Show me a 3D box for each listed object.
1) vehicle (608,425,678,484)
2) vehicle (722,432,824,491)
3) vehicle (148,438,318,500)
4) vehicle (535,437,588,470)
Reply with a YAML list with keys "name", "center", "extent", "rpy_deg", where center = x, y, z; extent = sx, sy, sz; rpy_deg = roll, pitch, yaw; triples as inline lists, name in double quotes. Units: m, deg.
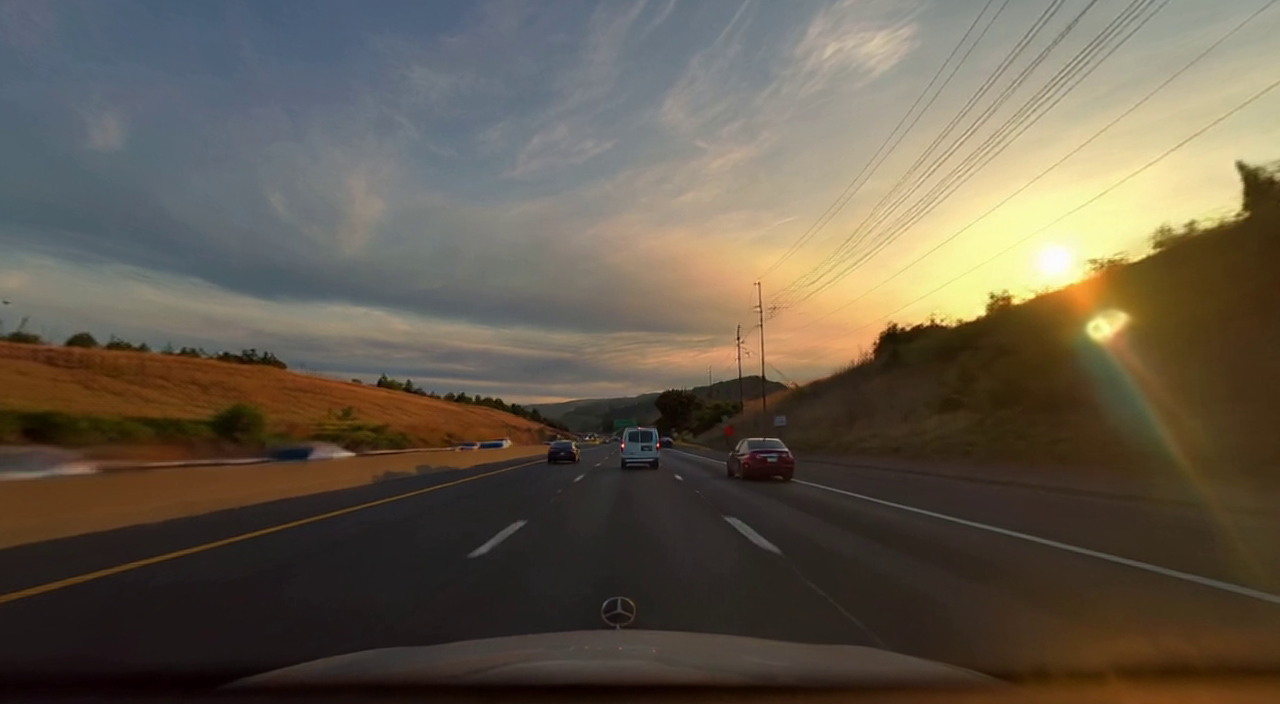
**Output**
- name: "vehicle"
  center: [0.054, 3.471, 21.682]
  extent: [2.159, 1.811, 4.238]
  rpy_deg: [0, -8, -1]
- name: "vehicle"
  center: [3.889, 3.255, 19.348]
  extent: [1.923, 1.562, 4.691]
  rpy_deg: [0, -8, -3]
- name: "vehicle"
  center: [-11.275, 3.218, 17.949]
  extent: [2.014, 1.512, 4.412]
  rpy_deg: [0, -8, -2]
- name: "vehicle"
  center: [-3.794, 4.992, 31.414]
  extent: [2.093, 1.517, 4.648]
  rpy_deg: [0, -8, 0]
